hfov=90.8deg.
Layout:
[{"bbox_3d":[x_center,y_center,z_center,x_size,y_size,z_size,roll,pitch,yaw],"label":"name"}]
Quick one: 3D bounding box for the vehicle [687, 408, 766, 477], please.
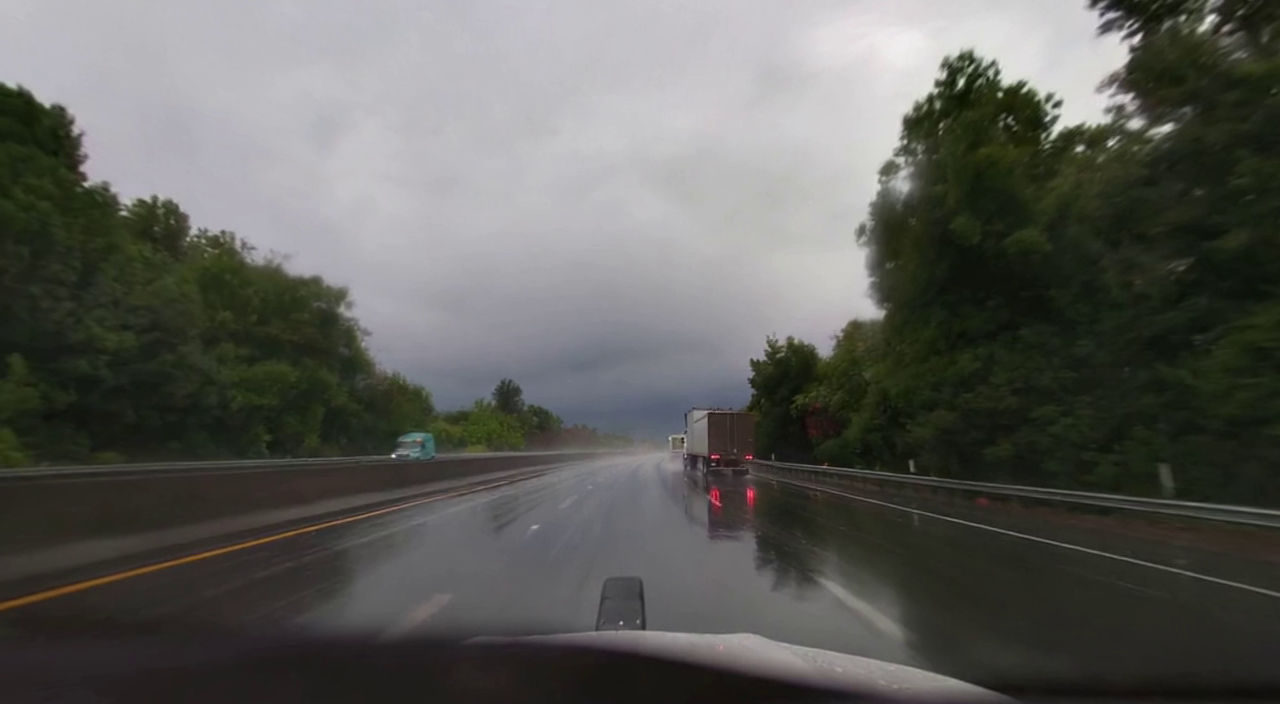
[{"bbox_3d":[4.834,5.606,38.549,2.868,3.427,14.032,0,-9,0],"label":"vehicle"}]
